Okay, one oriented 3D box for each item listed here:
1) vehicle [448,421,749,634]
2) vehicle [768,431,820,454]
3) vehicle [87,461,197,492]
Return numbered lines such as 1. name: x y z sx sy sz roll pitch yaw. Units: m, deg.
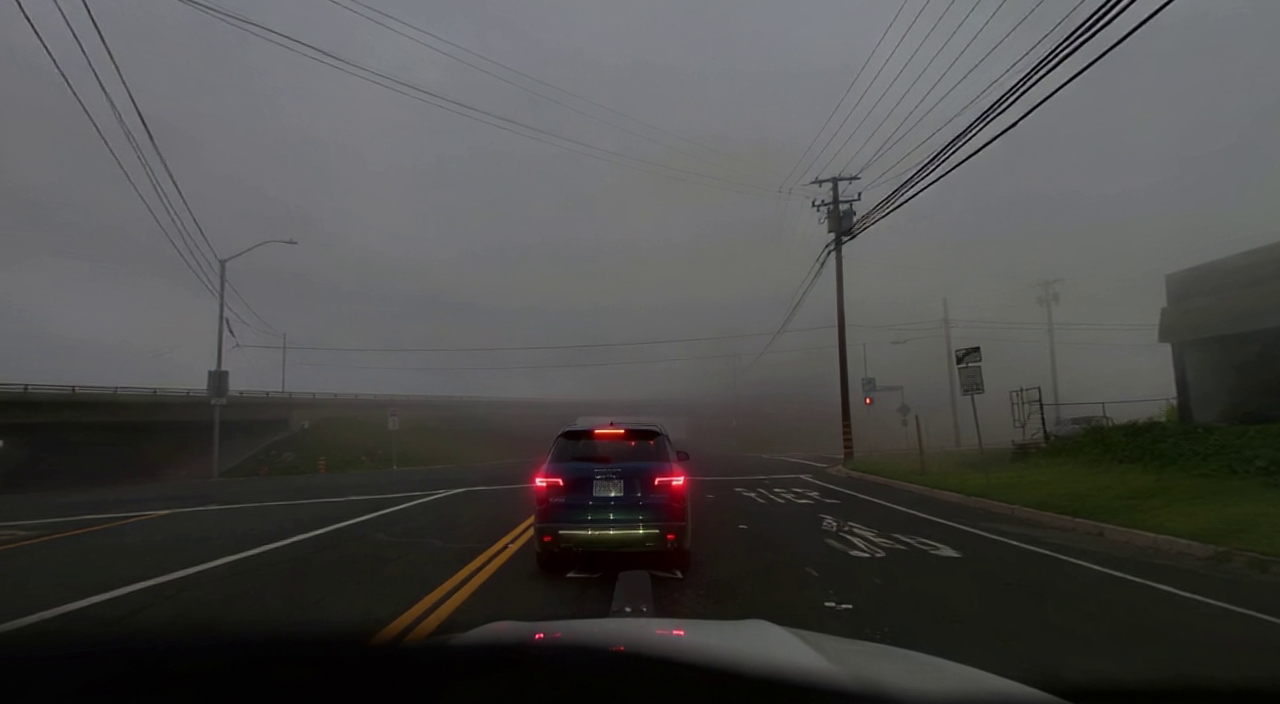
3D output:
1. vehicle: -0.251 1.528 6.463 2.090 1.458 4.033 -1 -9 1
2. vehicle: 11.710 6.853 47.755 1.901 1.637 4.435 -8 -12 42
3. vehicle: -28.563 7.105 36.283 1.808 1.539 4.600 -8 -11 40
